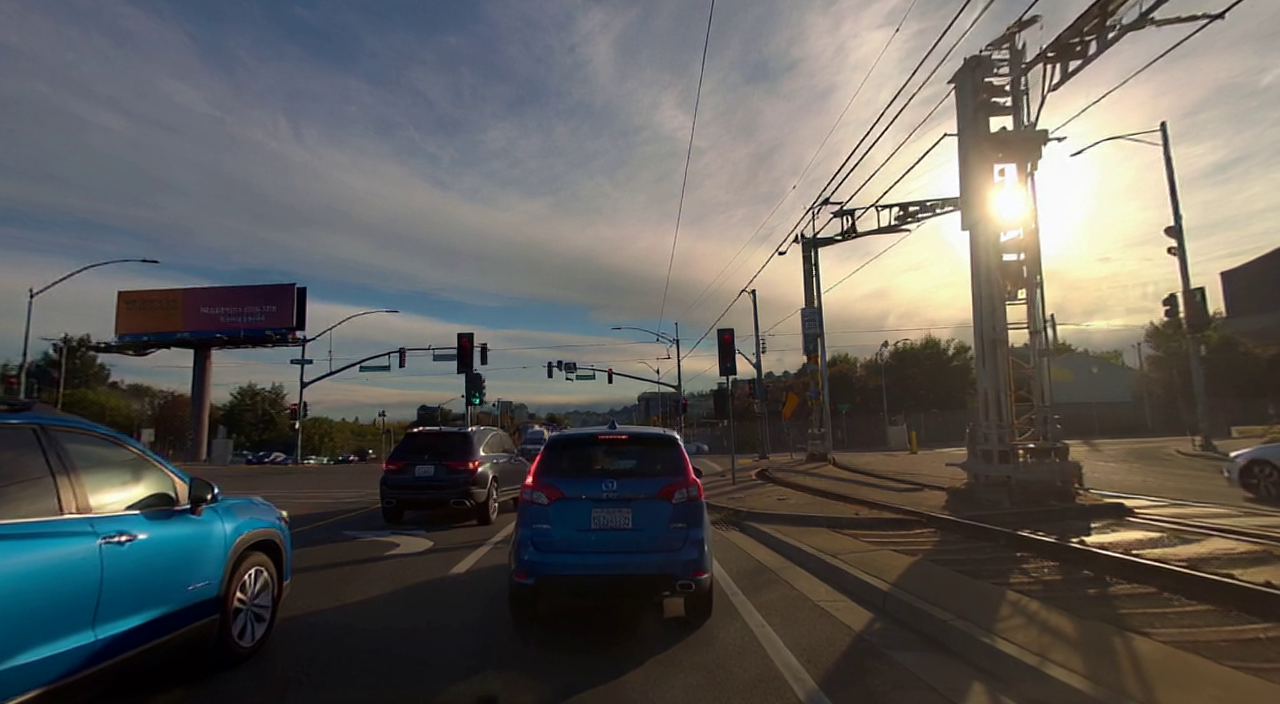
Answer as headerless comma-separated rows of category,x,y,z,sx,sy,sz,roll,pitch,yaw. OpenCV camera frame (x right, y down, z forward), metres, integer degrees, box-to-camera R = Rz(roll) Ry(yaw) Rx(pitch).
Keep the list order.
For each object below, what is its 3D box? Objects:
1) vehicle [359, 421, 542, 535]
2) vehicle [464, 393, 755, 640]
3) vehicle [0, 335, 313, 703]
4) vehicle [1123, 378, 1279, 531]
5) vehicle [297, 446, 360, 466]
vehicle,-3.144,2.189,11.548,1.988,1.678,4.317,0,-9,0
vehicle,-0.219,1.427,6.333,2.025,1.723,3.644,0,-9,0
vehicle,-3.929,0.859,2.977,2.052,1.814,5.184,0,-9,-1
vehicle,9.591,1.310,8.190,5.060,1.702,2.033,1,-9,-4
vehicle,-24.198,8.063,49.079,4.357,1.444,1.842,-3,-9,19
